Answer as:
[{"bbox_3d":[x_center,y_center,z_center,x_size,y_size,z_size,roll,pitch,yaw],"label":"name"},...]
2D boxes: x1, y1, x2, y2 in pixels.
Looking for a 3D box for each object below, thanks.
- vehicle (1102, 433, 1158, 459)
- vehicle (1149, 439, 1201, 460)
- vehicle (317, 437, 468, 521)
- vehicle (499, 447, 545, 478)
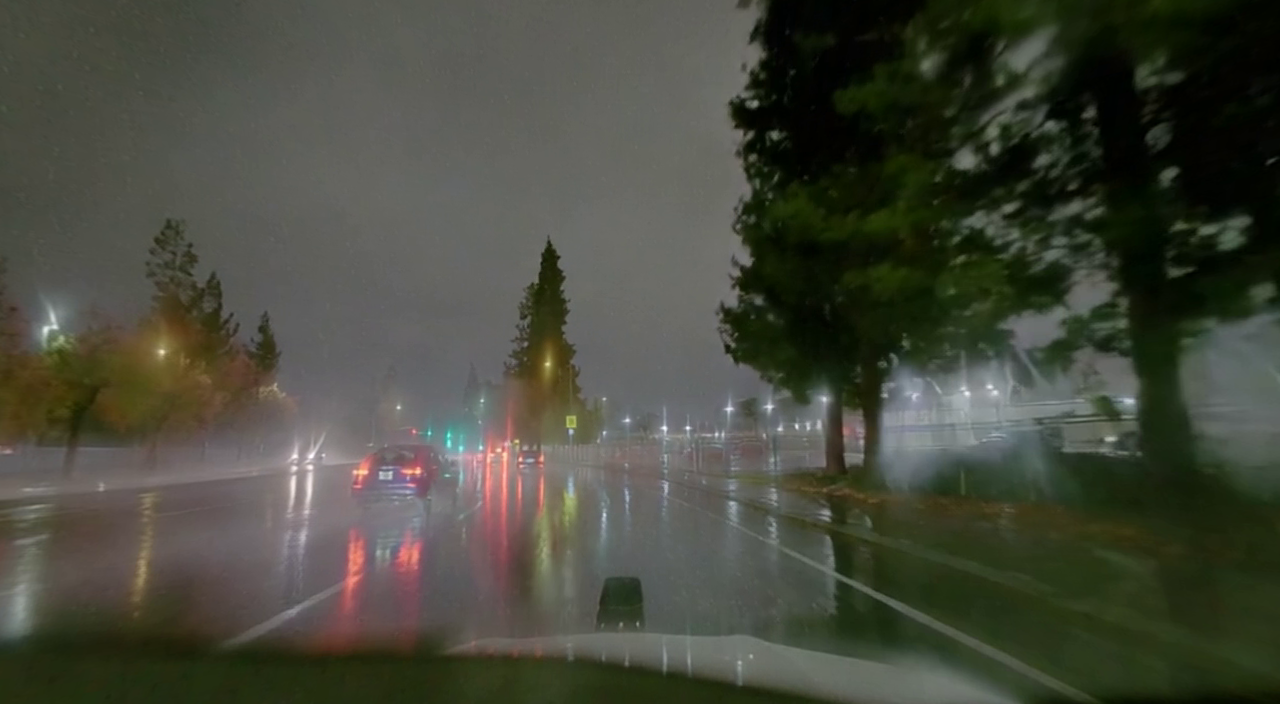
[{"bbox_3d":[36.645,7.062,47.432,2.141,1.842,5.582,-4,-9,26],"label":"vehicle"},{"bbox_3d":[39.137,7.128,46.293,1.742,1.451,3.900,-4,-9,23],"label":"vehicle"},{"bbox_3d":[-5.674,2.937,15.217,2.105,1.676,4.541,0,-8,-5],"label":"vehicle"},{"bbox_3d":[-6.034,5.653,32.583,2.147,1.474,4.083,1,-9,-9],"label":"vehicle"}]
